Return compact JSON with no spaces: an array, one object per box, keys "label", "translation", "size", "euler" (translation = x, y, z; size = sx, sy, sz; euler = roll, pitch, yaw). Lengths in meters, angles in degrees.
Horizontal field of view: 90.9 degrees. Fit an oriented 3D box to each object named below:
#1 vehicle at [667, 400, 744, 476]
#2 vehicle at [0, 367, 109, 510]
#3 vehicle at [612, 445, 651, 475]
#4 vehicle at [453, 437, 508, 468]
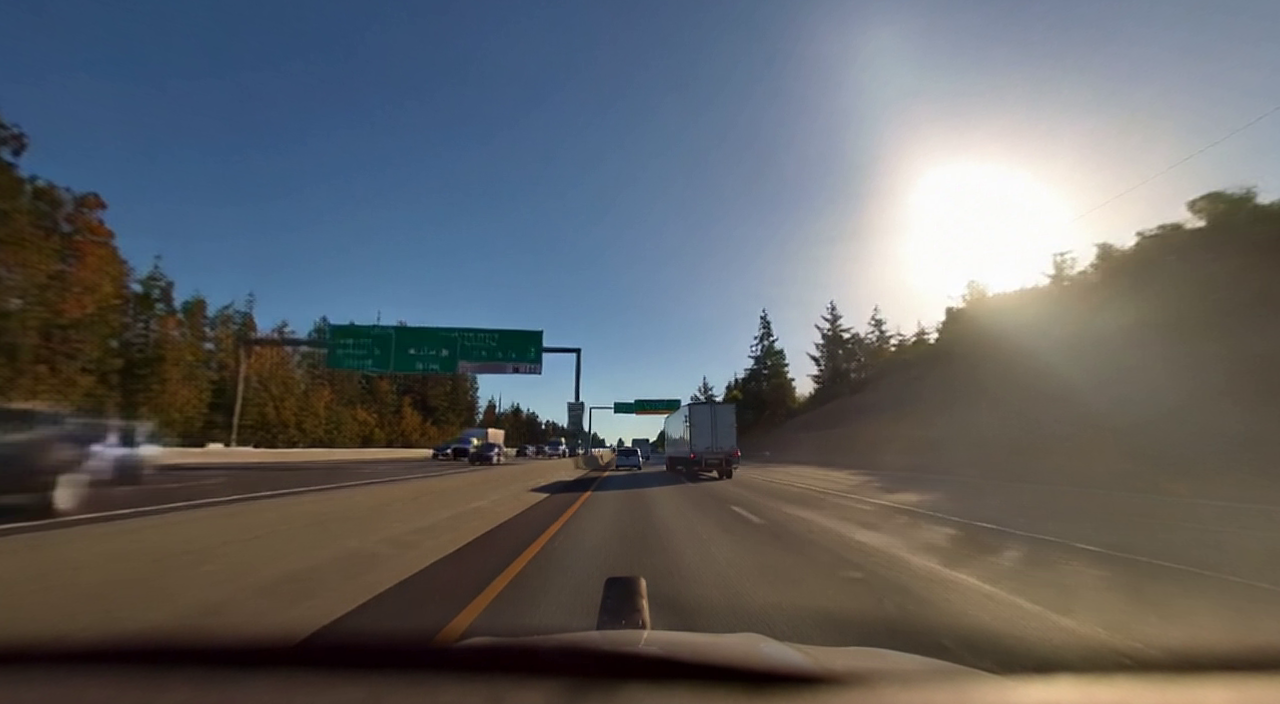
[{"label":"vehicle","translation":[3.735,5.535,39.803],"size":[2.931,4.009,12.800],"euler":[0,-9,-2]},{"label":"vehicle","translation":[-7.631,0.789,5.846],"size":[1.877,1.481,4.062],"euler":[0,-9,-1]},{"label":"vehicle","translation":[-0.531,6.197,36.415],"size":[2.111,1.599,3.859],"euler":[0,-9,-2]},{"label":"vehicle","translation":[-8.293,5.279,33.085],"size":[2.005,1.497,4.075],"euler":[0,-9,-3]}]
